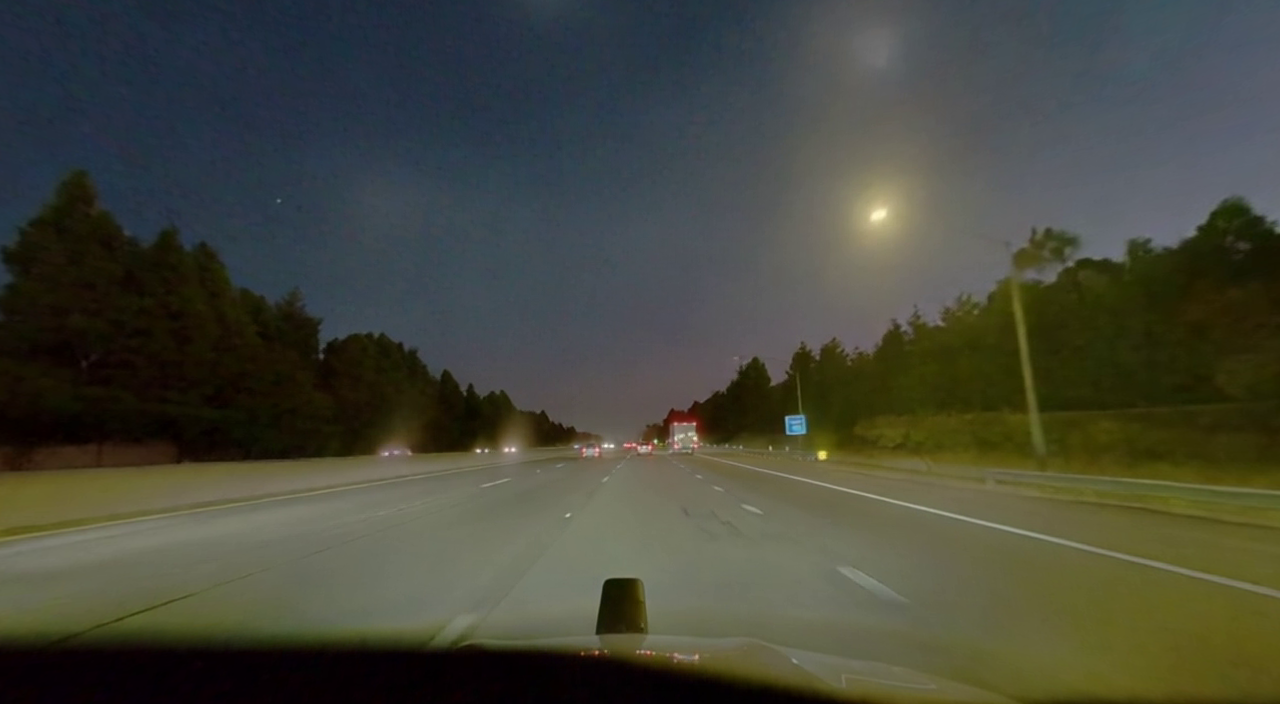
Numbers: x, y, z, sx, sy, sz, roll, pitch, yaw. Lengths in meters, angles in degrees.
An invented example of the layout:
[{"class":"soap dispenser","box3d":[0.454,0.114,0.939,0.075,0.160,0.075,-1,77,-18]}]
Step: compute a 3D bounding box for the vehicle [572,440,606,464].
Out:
[{"class":"vehicle","box3d":[-3.464,6.897,43.634,2.025,1.571,3.662,0,-9,1]}]
